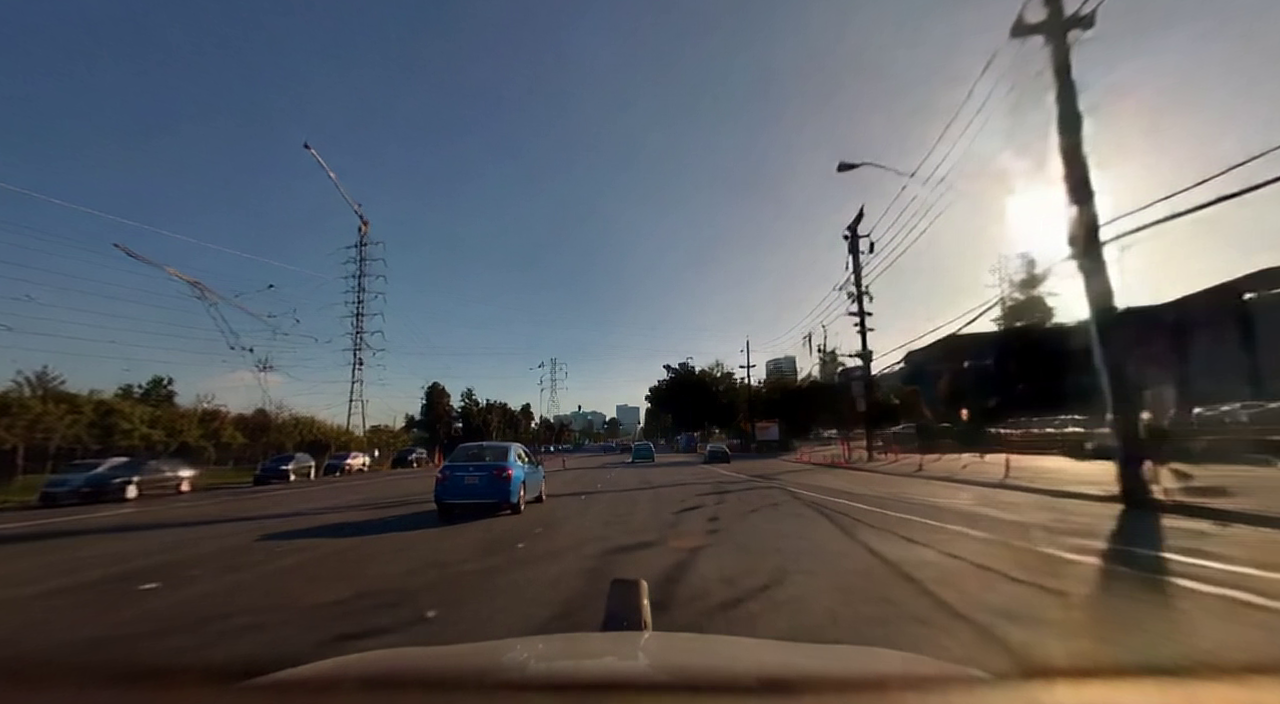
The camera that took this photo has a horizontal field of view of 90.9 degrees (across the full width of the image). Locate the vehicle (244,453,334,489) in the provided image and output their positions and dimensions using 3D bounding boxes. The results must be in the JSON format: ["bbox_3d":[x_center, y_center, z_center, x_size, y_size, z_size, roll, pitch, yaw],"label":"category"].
[{"bbox_3d":[-16.662,5.649,30.175,1.879,1.545,3.943,-1,-9,3],"label":"vehicle"}]

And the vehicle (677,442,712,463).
[{"bbox_3d":[3.900,7.248,45.638,2.142,1.475,4.565,0,-8,0],"label":"vehicle"}]

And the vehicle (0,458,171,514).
[{"bbox_3d":[-18.047,4.240,20.496,1.945,1.511,4.458,-1,-9,5],"label":"vehicle"}]

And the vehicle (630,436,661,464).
[{"bbox_3d":[0.380,6.792,43.714,2.060,1.845,4.151,0,-8,0],"label":"vehicle"}]

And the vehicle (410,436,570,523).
[{"bbox_3d":[-2.861,2.567,13.350,2.087,1.480,4.825,0,-8,2],"label":"vehicle"}]
